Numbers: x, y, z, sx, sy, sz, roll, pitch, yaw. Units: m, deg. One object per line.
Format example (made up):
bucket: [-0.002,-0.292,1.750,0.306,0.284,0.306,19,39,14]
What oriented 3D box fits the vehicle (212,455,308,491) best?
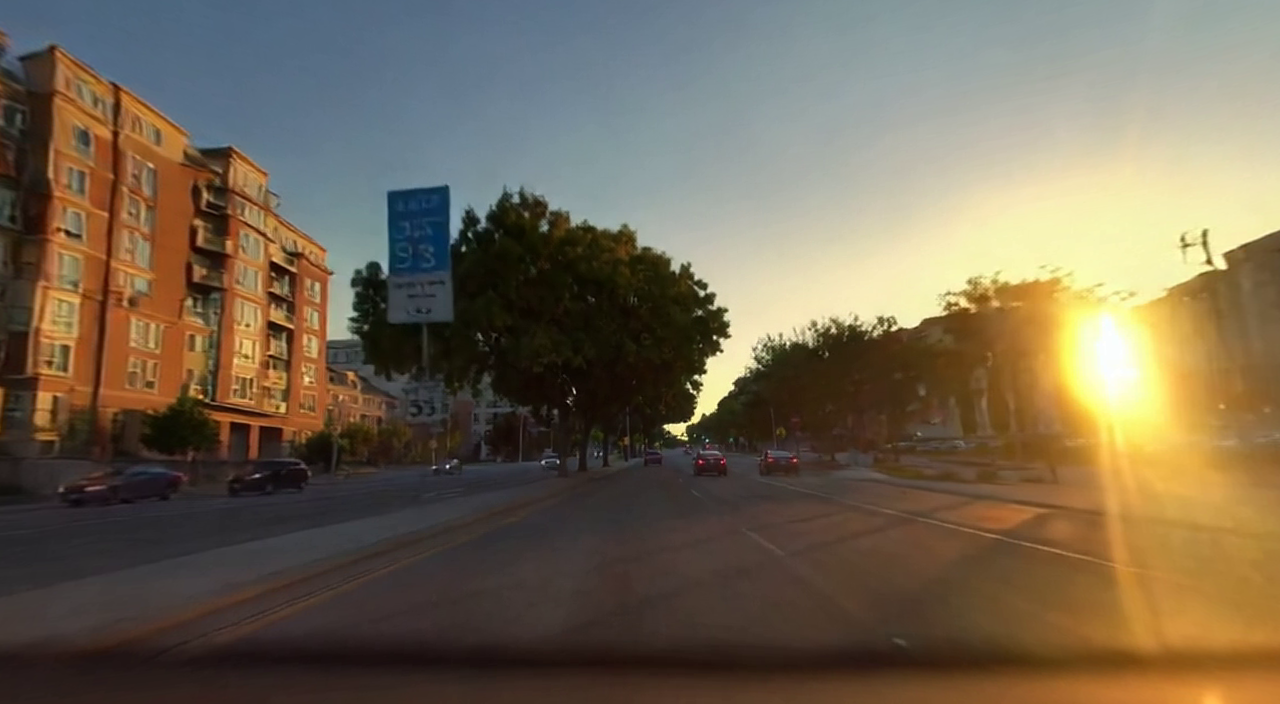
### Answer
vehicle: [-21.354,6.779,35.823,2.141,1.809,5.002,-1,-9,3]

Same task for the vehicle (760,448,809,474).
vehicle: [8.613,6.499,37.973,1.932,1.439,4.159,0,-9,0]

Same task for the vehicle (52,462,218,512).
vehicle: [-17.396,4.642,22.146,1.804,1.421,4.659,-1,-9,3]

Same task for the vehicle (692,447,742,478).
vehicle: [3.962,5.770,33.196,2.020,1.479,4.650,0,-9,0]
